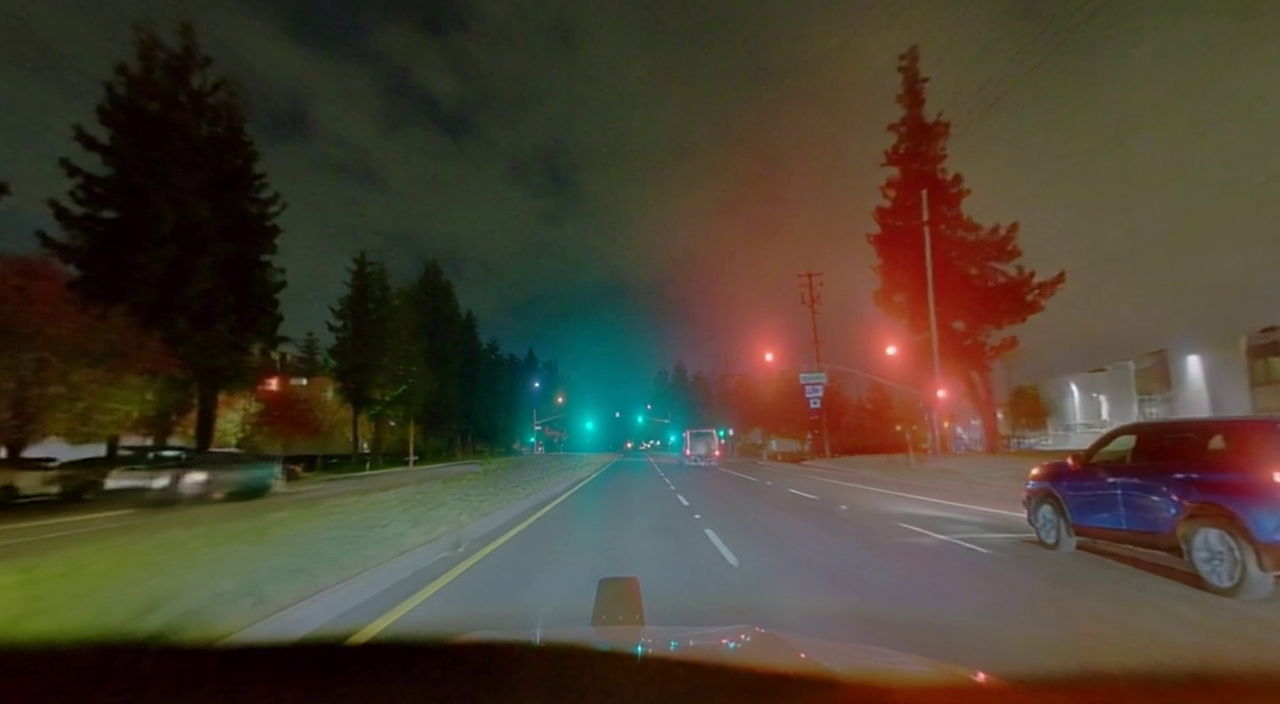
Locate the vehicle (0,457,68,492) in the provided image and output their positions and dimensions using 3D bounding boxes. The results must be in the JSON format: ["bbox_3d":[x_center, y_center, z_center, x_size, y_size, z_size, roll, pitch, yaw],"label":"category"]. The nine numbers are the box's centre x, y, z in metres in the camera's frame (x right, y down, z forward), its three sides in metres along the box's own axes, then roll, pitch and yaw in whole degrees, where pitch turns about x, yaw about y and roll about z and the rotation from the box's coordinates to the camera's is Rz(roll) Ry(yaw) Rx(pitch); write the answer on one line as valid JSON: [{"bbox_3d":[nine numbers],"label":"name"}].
[{"bbox_3d":[-27.977,5.326,27.629,4.052,1.403,1.948,-1,-8,2],"label":"vehicle"}]

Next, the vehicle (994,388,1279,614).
[{"bbox_3d":[6.019,1.394,6.481,2.012,1.754,4.635,0,-8,-1],"label":"vehicle"}]

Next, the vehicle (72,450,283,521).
[{"bbox_3d":[-11.409,3.268,16.136,1.888,1.480,4.644,0,-8,0],"label":"vehicle"}]
